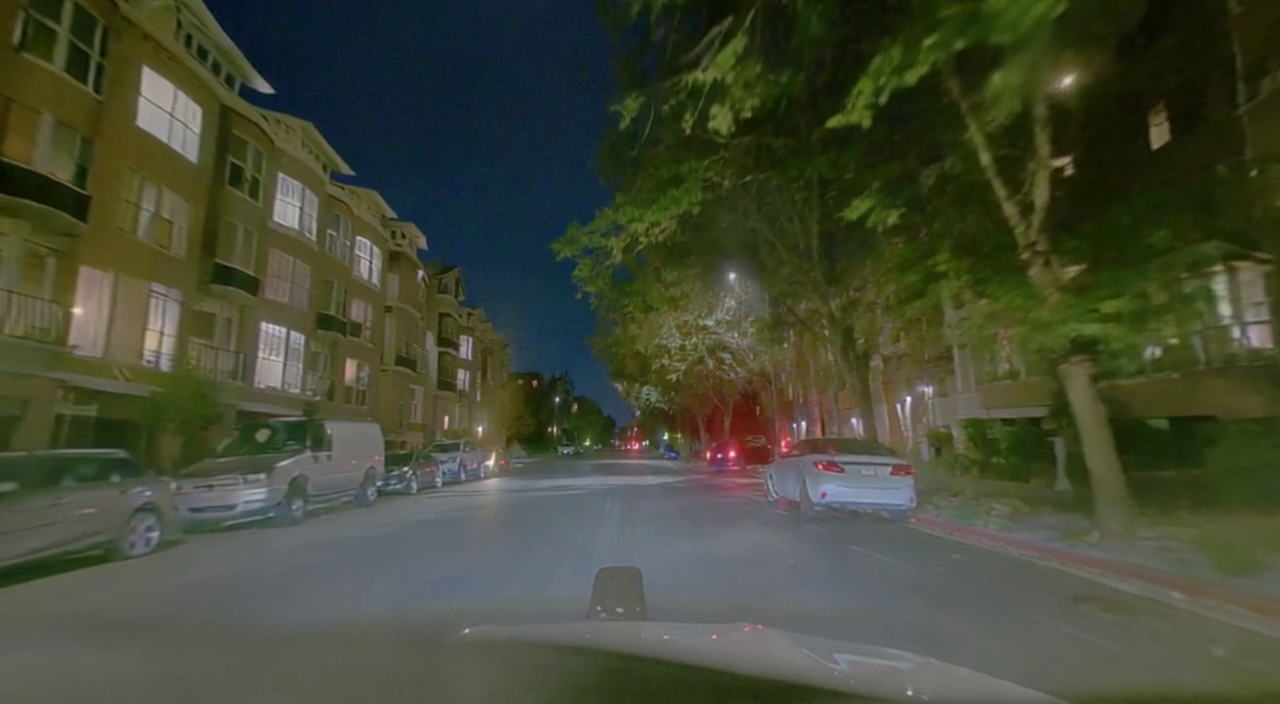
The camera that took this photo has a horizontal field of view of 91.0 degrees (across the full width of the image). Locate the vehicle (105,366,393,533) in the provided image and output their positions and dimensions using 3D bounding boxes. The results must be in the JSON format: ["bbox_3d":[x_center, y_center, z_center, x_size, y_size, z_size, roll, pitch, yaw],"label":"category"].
[{"bbox_3d":[-7.466,2.045,13.161,2.341,2.674,5.753,0,-10,-1],"label":"vehicle"}]

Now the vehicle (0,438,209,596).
[{"bbox_3d":[-7.133,1.717,6.817,1.953,1.501,4.125,-1,-8,1],"label":"vehicle"}]

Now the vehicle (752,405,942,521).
[{"bbox_3d":[3.974,2.254,13.264,2.216,1.955,4.970,0,-8,-1],"label":"vehicle"}]

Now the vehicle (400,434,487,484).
[{"bbox_3d":[-7.688,4.244,25.104,2.136,1.758,4.297,-2,-9,-1],"label":"vehicle"}]

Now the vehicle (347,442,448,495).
[{"bbox_3d":[-7.569,3.630,20.034,1.845,1.510,3.729,1,-8,-3],"label":"vehicle"}]
